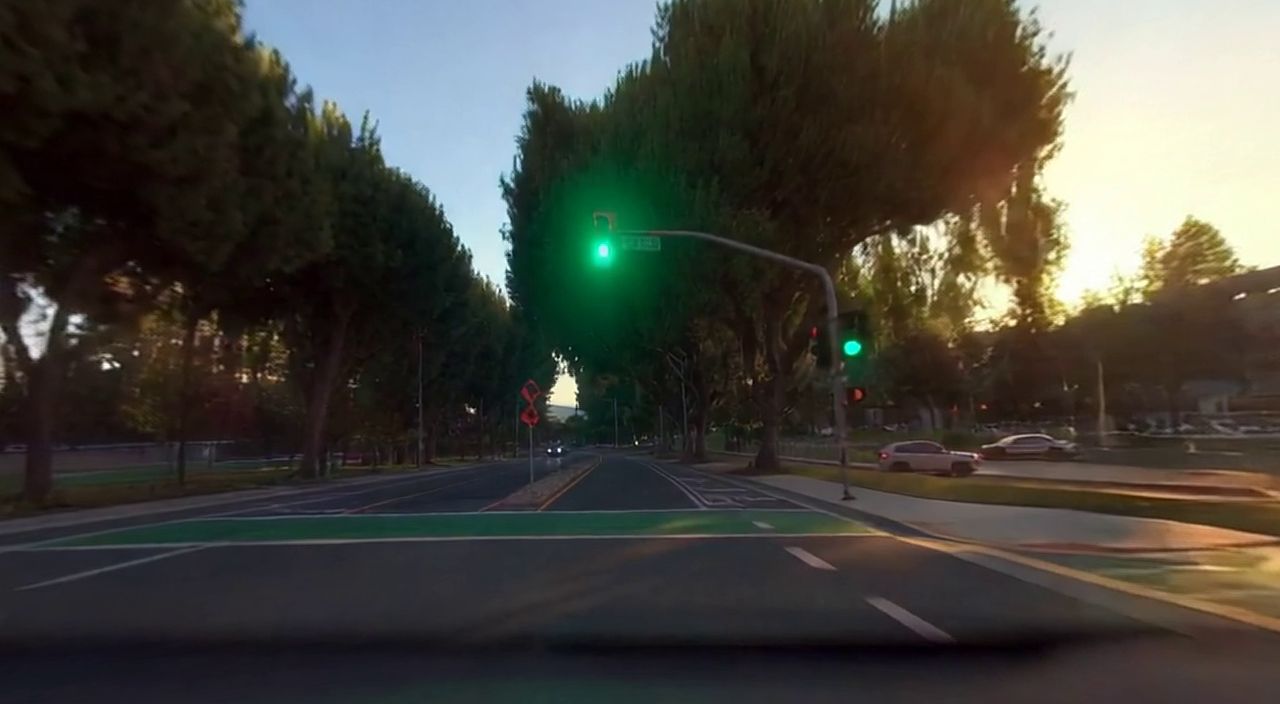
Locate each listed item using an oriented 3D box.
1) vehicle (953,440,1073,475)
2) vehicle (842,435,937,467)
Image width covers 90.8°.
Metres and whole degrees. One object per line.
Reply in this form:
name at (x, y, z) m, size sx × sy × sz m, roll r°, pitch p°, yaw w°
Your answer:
vehicle at (15.573, 4.412, 26.526) m, size 3.914 × 1.415 × 1.626 m, roll 0°, pitch -9°, yaw 3°
vehicle at (14.506, 5.806, 36.951) m, size 4.725 × 1.716 × 2.003 m, roll 0°, pitch -11°, yaw 5°
